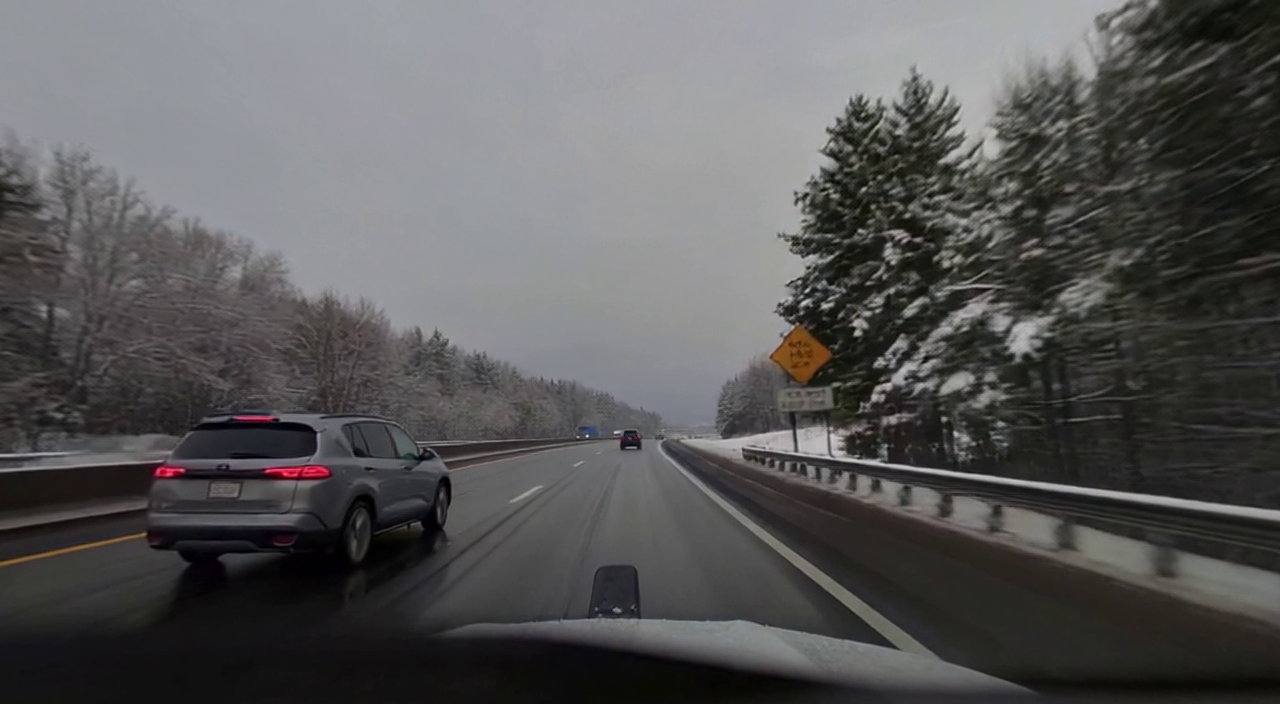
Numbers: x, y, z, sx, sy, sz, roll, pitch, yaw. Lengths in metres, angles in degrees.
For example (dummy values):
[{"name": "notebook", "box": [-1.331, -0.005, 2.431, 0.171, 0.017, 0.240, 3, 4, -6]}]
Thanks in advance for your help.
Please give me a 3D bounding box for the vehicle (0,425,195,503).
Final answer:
[{"name": "vehicle", "box": [-12.580, 2.453, 14.289, 1.874, 1.488, 4.245, 0, -8, -1]}]
